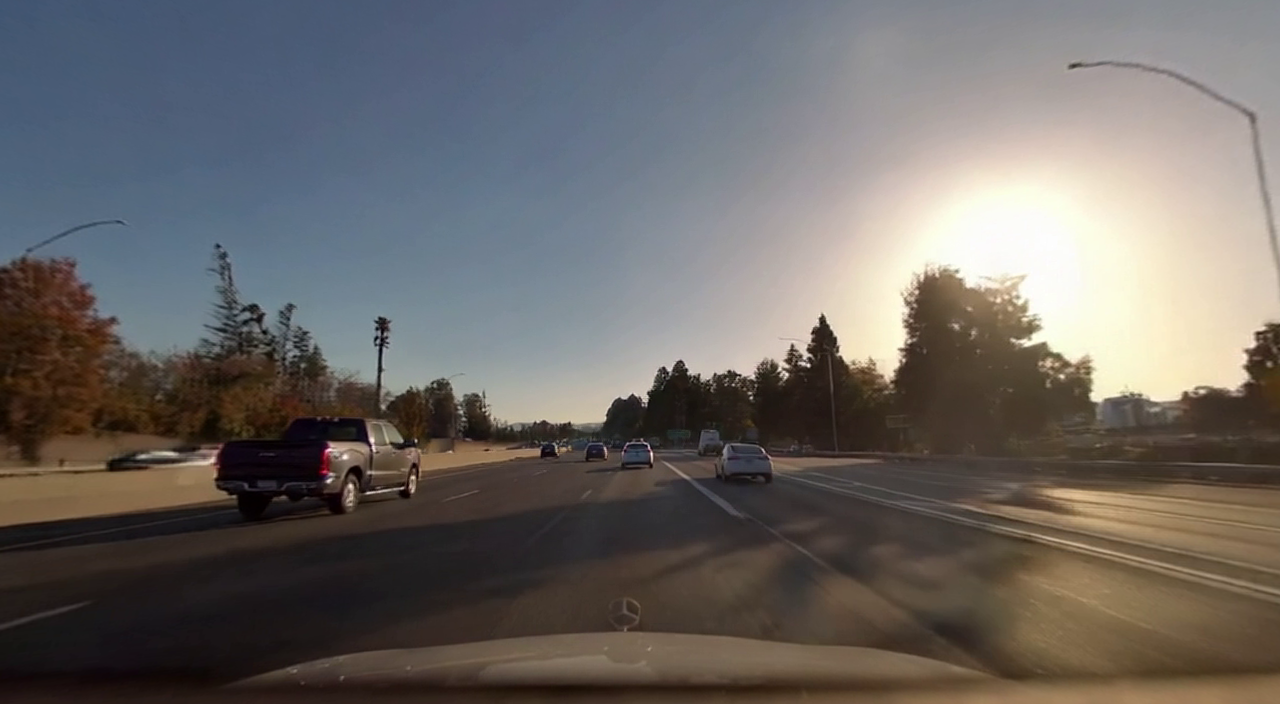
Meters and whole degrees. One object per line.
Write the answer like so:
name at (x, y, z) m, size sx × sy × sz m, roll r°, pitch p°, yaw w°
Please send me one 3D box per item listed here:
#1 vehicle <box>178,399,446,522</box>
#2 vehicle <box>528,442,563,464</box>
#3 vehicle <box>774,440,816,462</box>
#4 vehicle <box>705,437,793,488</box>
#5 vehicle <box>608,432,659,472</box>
vehicle at (-6.336, 2.219, 13.508) m, size 2.444 × 2.012 × 6.122 m, roll 0°, pitch -8°, yaw 0°
vehicle at (-6.804, 7.281, 45.854) m, size 1.920 × 1.482 × 4.385 m, roll 0°, pitch -8°, yaw 0°
vehicle at (11.219, 7.188, 46.068) m, size 2.105 × 1.481 × 4.117 m, roll 0°, pitch -8°, yaw 1°
vehicle at (3.420, 3.553, 20.691) m, size 2.011 × 1.462 × 4.286 m, roll 0°, pitch -8°, yaw -1°
vehicle at (-0.300, 4.916, 31.251) m, size 2.323 × 1.805 × 4.729 m, roll 0°, pitch -8°, yaw 0°
